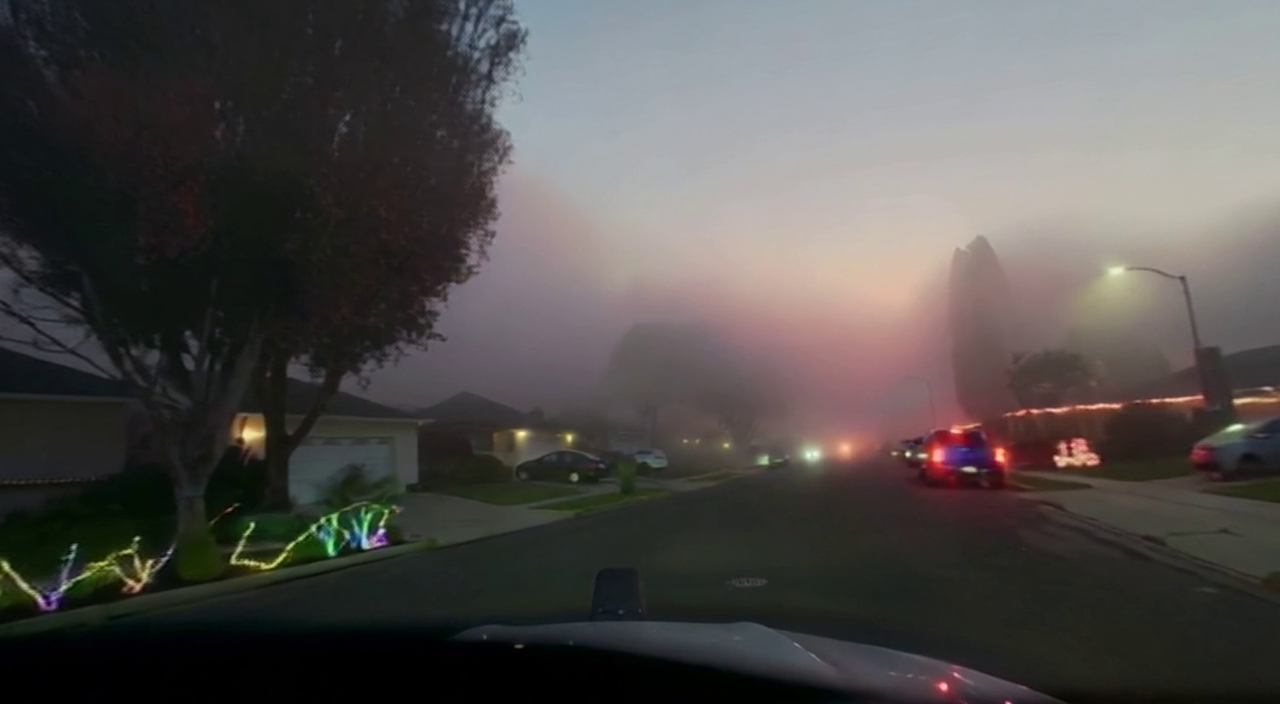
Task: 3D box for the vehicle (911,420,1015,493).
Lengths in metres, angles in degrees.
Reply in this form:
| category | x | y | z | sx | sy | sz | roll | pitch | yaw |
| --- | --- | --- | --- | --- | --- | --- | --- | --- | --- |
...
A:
| category | x | y | z | sx | sy | sz | roll | pitch | yaw |
| --- | --- | --- | --- | --- | --- | --- | --- | --- | --- |
| vehicle | 10.354 | 3.340 | 20.661 | 2.552 | 2.024 | 5.414 | -4 | -9 | 23 |

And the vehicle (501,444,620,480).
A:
| category | x | y | z | sx | sy | sz | roll | pitch | yaw |
| --- | --- | --- | --- | --- | --- | --- | --- | --- | --- |
| vehicle | -3.516 | 4.831 | 27.938 | 4.916 | 1.485 | 1.807 | -3 | -9 | 18 |

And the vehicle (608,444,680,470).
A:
| category | x | y | z | sx | sy | sz | roll | pitch | yaw |
| --- | --- | --- | --- | --- | --- | --- | --- | --- | --- |
| vehicle | 0.260 | 6.791 | 40.970 | 4.319 | 1.605 | 1.770 | -3 | -9 | 16 |

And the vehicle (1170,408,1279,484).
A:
| category | x | y | z | sx | sy | sz | roll | pitch | yaw |
| --- | --- | --- | --- | --- | --- | --- | --- | --- | --- |
| vehicle | 14.185 | 1.966 | 13.369 | 3.984 | 1.515 | 1.903 | -2 | -8 | 11 |
